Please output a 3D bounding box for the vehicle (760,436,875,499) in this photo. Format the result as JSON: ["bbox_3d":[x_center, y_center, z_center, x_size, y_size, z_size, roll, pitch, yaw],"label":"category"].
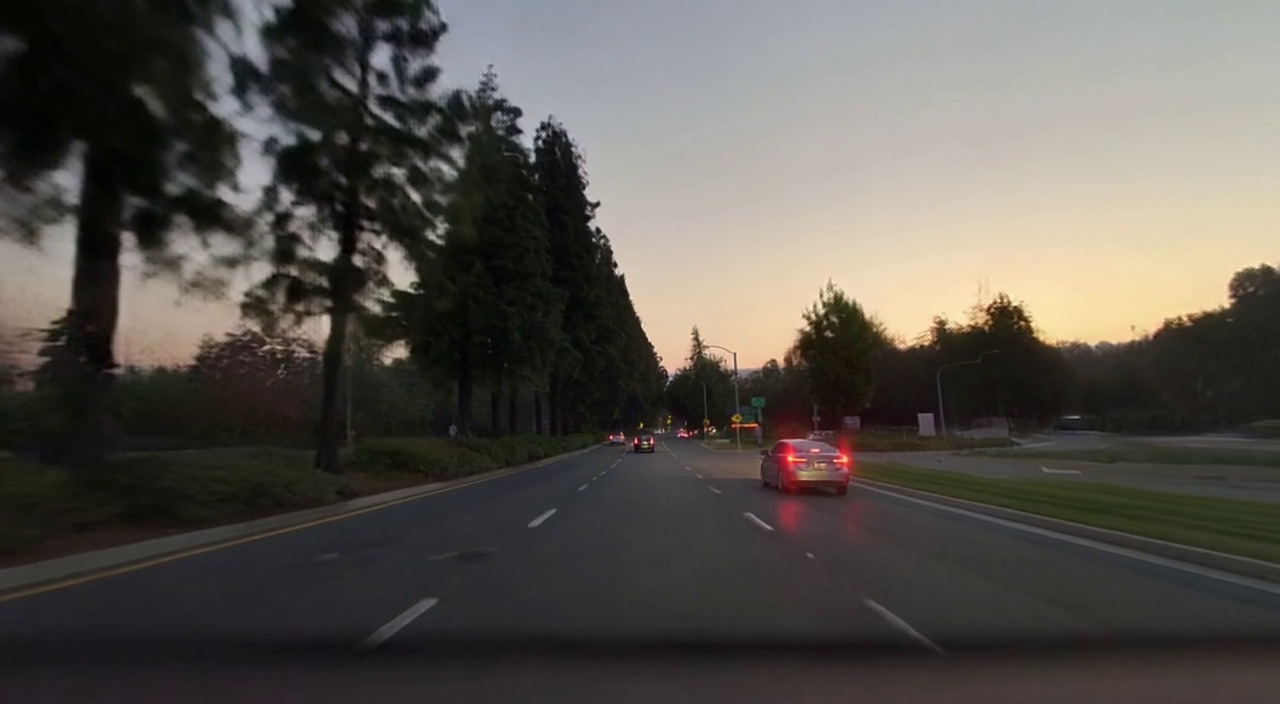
[{"bbox_3d":[4.755,3.154,17.532,1.913,1.516,4.322,0,-8,0],"label":"vehicle"}]

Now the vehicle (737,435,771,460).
[{"bbox_3d":[7.996,6.724,44.339,2.063,1.625,5.102,-1,-8,7],"label":"vehicle"}]
